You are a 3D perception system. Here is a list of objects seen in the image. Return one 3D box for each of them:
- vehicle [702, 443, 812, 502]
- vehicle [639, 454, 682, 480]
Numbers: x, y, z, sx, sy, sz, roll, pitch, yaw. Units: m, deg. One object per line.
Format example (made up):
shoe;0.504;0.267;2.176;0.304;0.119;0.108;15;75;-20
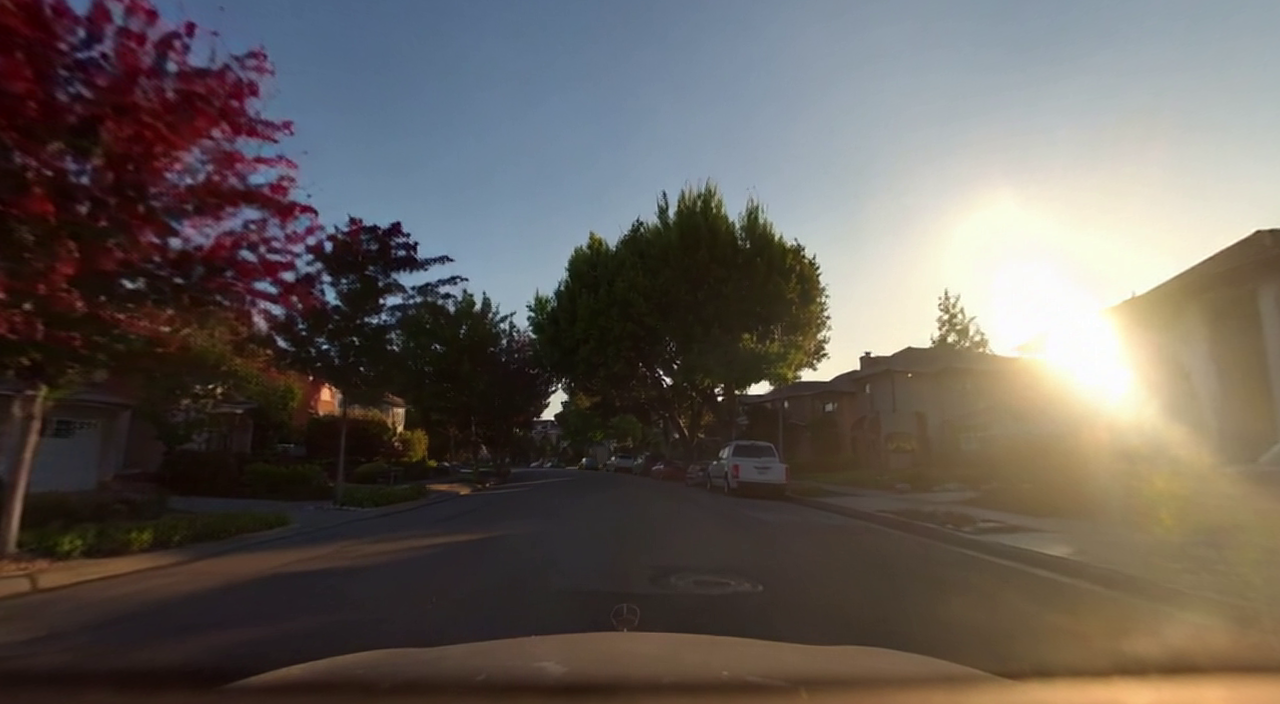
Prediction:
vehicle;4.277;4.574;24.431;2.715;1.900;6.163;3;-9;-4
vehicle;1.489;8.808;48.728;2.111;1.771;4.942;2;-9;-13
